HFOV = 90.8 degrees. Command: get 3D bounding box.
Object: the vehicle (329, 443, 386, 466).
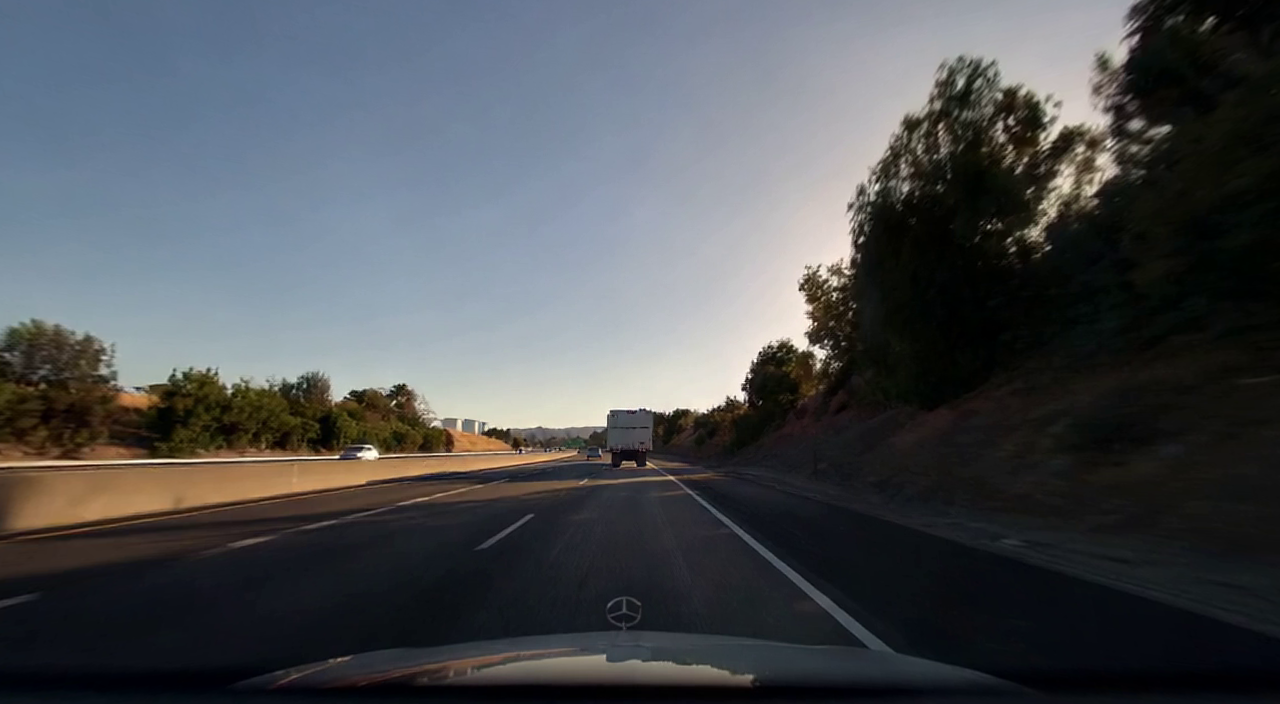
[{"bbox_3d":[-19.967,7.270,44.806,1.968,1.556,4.775,0,-9,-1],"label":"vehicle"}]
